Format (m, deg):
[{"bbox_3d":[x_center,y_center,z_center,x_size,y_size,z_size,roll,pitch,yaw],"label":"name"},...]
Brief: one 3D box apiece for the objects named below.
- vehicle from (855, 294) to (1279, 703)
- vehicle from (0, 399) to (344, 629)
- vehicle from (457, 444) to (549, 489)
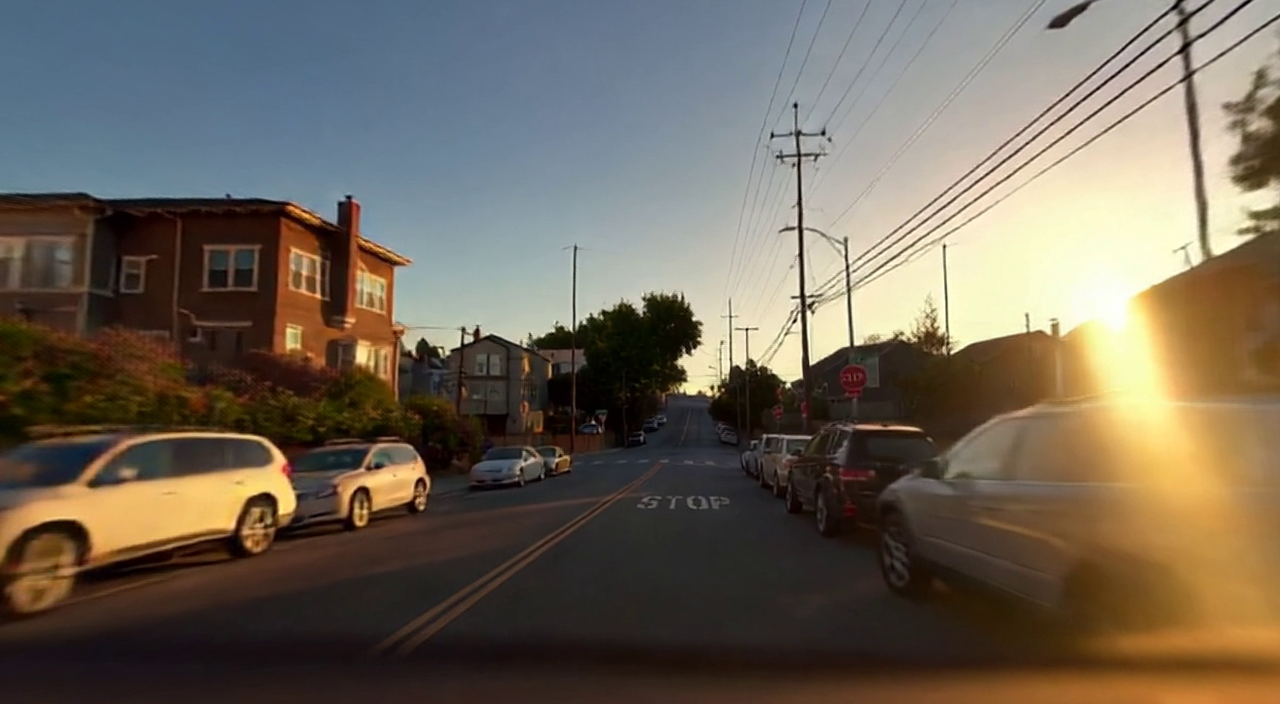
[{"bbox_3d":[3.169,1.028,3.771,2.251,1.824,5.504,-1,-8,5],"label":"vehicle"},{"bbox_3d":[-6.451,1.728,7.795,2.359,1.947,5.833,-1,-8,5],"label":"vehicle"},{"bbox_3d":[-4.866,4.107,23.189,2.098,1.454,4.449,-1,-8,4],"label":"vehicle"}]
